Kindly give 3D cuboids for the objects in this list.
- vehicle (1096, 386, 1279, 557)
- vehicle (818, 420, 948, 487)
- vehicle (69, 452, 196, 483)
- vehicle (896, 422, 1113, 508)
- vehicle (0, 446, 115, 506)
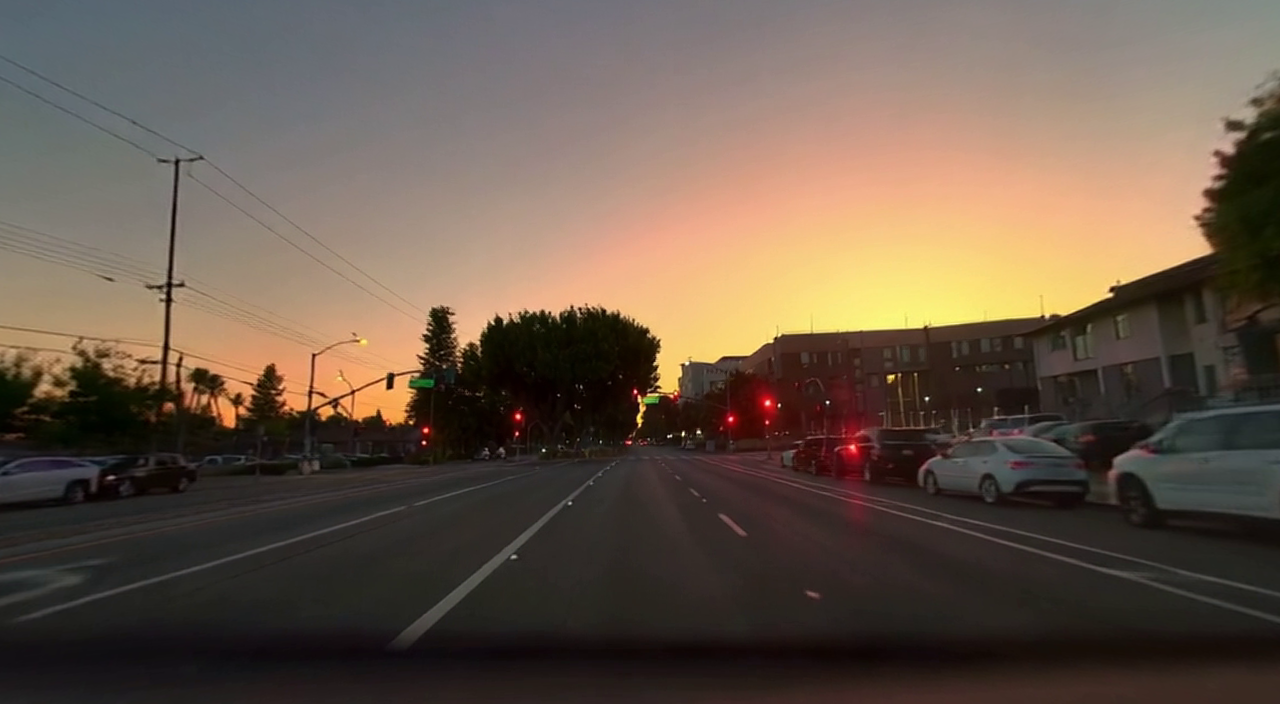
[{"bbox_3d":[8.168,1.417,7.573,1.870,1.912,4.657,0,-8,0],"label":"vehicle"},{"bbox_3d":[7.679,3.280,20.691,2.130,1.877,5.334,0,-8,0],"label":"vehicle"},{"bbox_3d":[-29.002,6.600,36.236,5.352,1.644,2.387,-1,-8,4],"label":"vehicle"},{"bbox_3d":[7.960,2.517,14.503,1.987,1.628,4.712,0,-8,-3],"label":"vehicle"},{"bbox_3d":[-22.258,4.394,22.312,2.328,1.929,6.055,-4,-8,0],"label":"vehicle"}]
